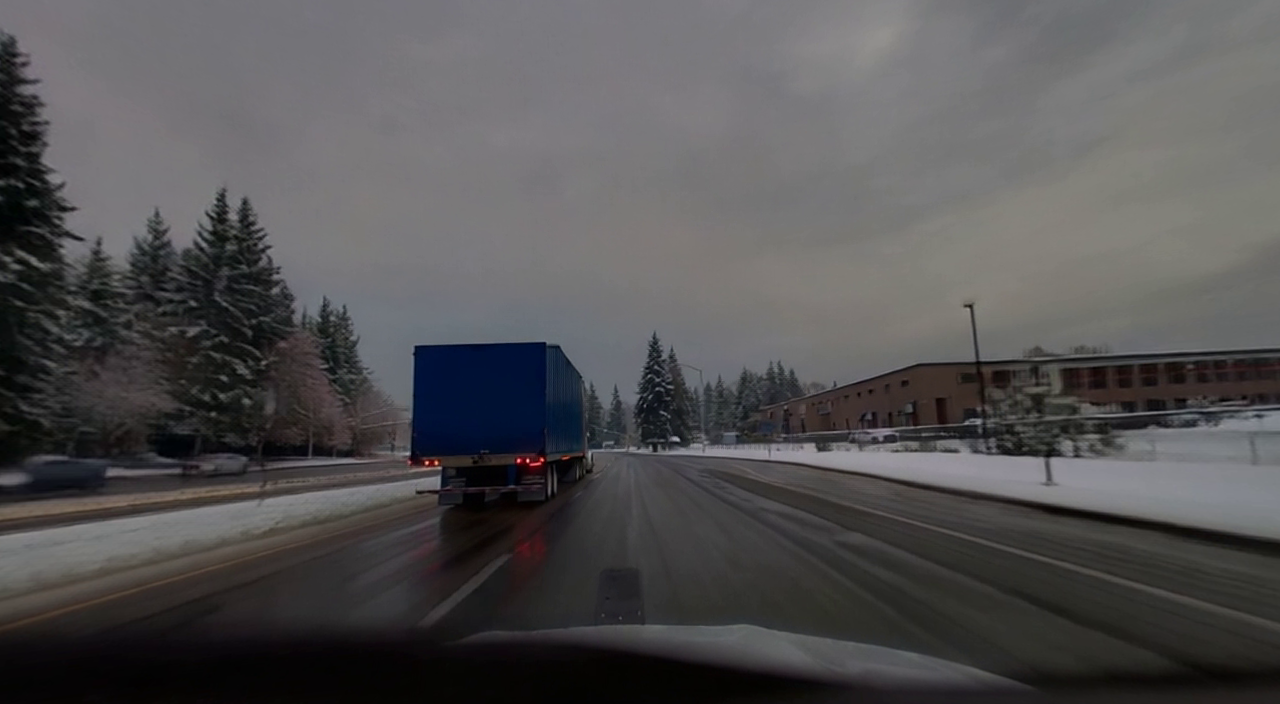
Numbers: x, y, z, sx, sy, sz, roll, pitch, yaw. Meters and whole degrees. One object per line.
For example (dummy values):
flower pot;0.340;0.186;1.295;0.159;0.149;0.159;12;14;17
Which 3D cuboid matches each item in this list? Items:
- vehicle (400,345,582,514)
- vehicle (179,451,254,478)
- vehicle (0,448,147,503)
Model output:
vehicle;-3.388;2.184;17.069;2.910;3.419;8.376;0;-9;0
vehicle;-26.384;6.989;39.523;1.813;1.503;4.392;0;-9;-3
vehicle;-18.513;3.804;20.009;1.899;1.498;4.813;0;-9;0
